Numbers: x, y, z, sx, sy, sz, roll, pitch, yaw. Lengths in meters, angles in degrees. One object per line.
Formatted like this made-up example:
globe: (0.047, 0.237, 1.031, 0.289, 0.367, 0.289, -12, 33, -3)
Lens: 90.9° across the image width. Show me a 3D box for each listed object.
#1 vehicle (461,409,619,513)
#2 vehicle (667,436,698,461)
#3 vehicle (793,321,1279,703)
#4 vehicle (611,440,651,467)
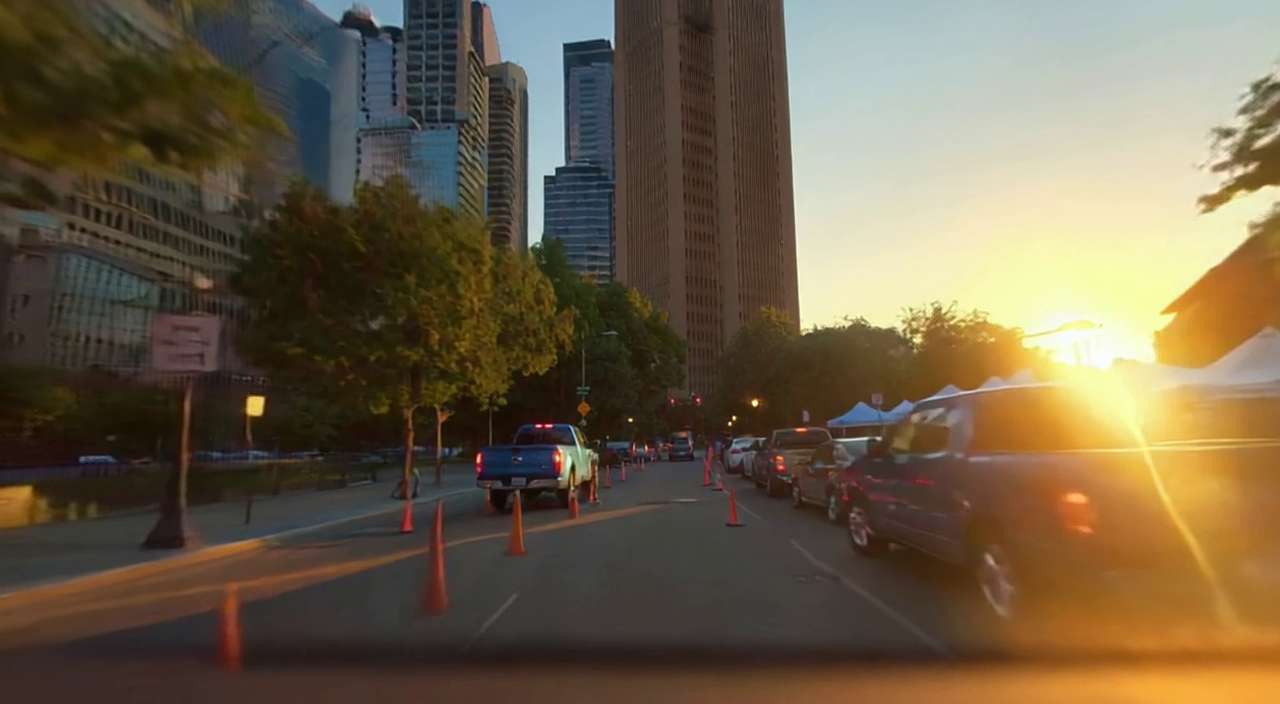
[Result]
vehicle: (-1.995, 2.470, 14.805, 2.452, 1.954, 5.653, 0, -8, 4)
vehicle: (3.199, 7.301, 47.661, 2.183, 1.784, 4.317, -1, -8, 4)
vehicle: (2.925, 1.075, 5.309, 2.186, 1.800, 4.723, 0, -8, 2)
vehicle: (-0.492, 6.088, 37.974, 1.895, 1.489, 4.328, -1, -8, 6)
